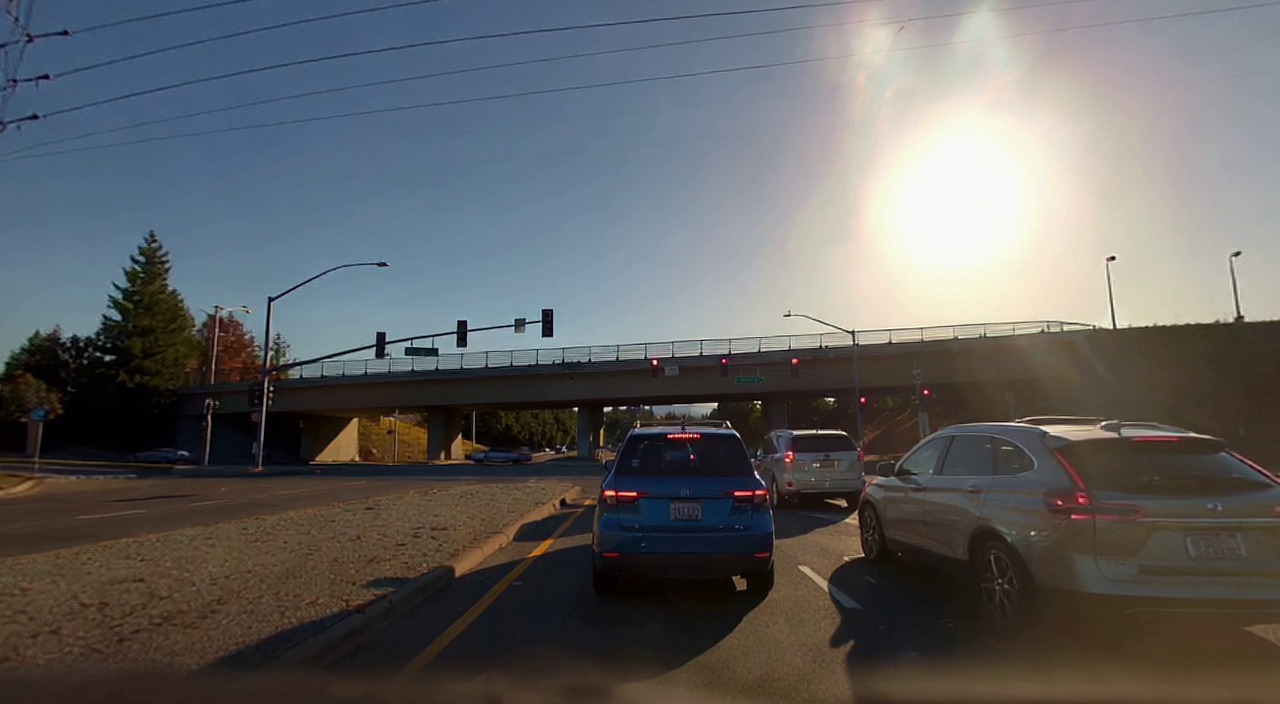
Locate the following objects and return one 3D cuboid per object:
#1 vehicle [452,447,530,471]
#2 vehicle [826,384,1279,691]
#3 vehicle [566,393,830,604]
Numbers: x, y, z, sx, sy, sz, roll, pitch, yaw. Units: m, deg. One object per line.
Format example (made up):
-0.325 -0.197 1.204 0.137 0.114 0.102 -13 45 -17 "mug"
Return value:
-9.287 6.691 39.659 4.411 1.466 1.998 0 -8 -2 "vehicle"
3.401 1.338 5.786 1.990 1.649 4.625 0 -8 0 "vehicle"
0.440 1.562 7.618 2.240 1.778 4.335 0 -8 -2 "vehicle"
